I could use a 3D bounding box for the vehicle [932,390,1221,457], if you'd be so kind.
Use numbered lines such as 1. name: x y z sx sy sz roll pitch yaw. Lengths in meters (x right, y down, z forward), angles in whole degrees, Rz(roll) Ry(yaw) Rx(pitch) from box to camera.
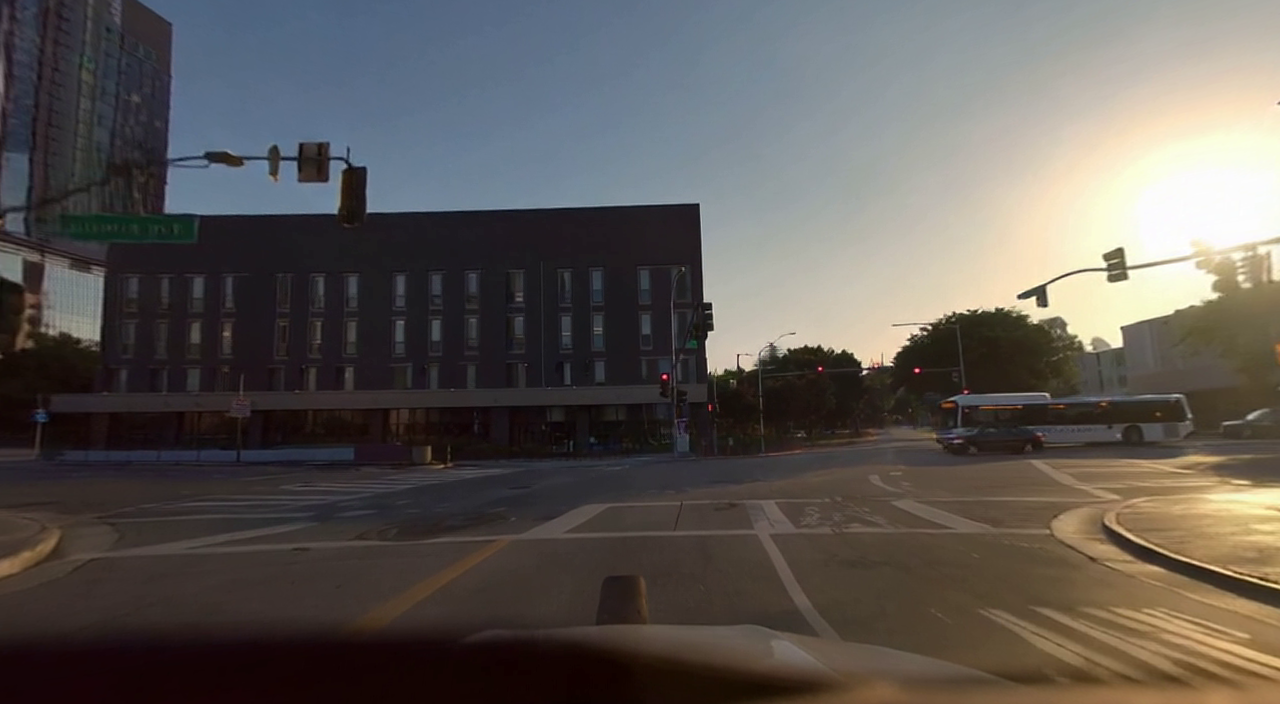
1. vehicle: 22.549 3.813 32.962 12.822 3.296 3.033 0 -9 -1

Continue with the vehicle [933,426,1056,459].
1. vehicle: 16.206 4.179 28.876 4.538 1.461 1.805 0 -9 -1
